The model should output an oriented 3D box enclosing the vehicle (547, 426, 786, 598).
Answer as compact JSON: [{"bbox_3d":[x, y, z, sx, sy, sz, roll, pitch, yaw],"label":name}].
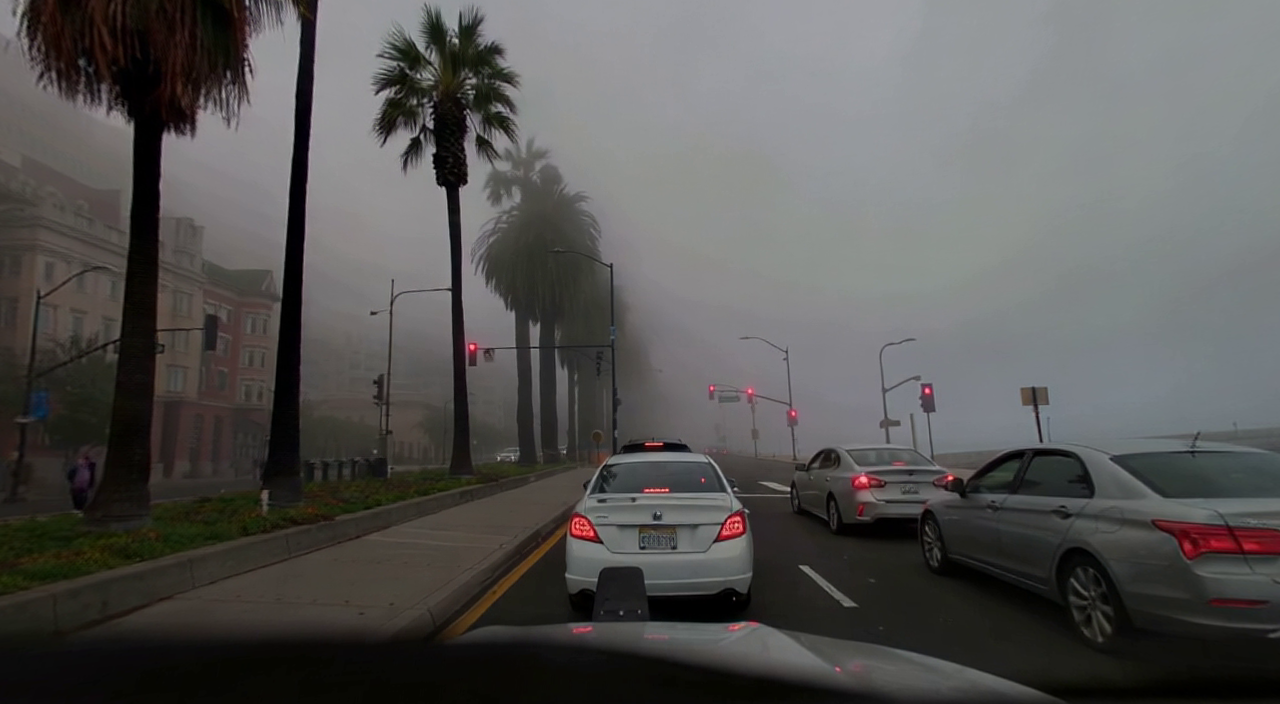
[{"bbox_3d":[0.263,1.698,7.486,2.093,1.503,3.681,0,-9,1],"label":"vehicle"}]

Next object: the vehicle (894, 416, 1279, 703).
[{"bbox_3d":[3.912,1.360,5.091,1.913,1.469,4.425,0,-9,1],"label":"vehicle"}]

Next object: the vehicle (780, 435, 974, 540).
[{"bbox_3d":[3.893,2.285,11.325,1.920,1.490,4.417,-1,-9,2],"label":"vehicle"}]
